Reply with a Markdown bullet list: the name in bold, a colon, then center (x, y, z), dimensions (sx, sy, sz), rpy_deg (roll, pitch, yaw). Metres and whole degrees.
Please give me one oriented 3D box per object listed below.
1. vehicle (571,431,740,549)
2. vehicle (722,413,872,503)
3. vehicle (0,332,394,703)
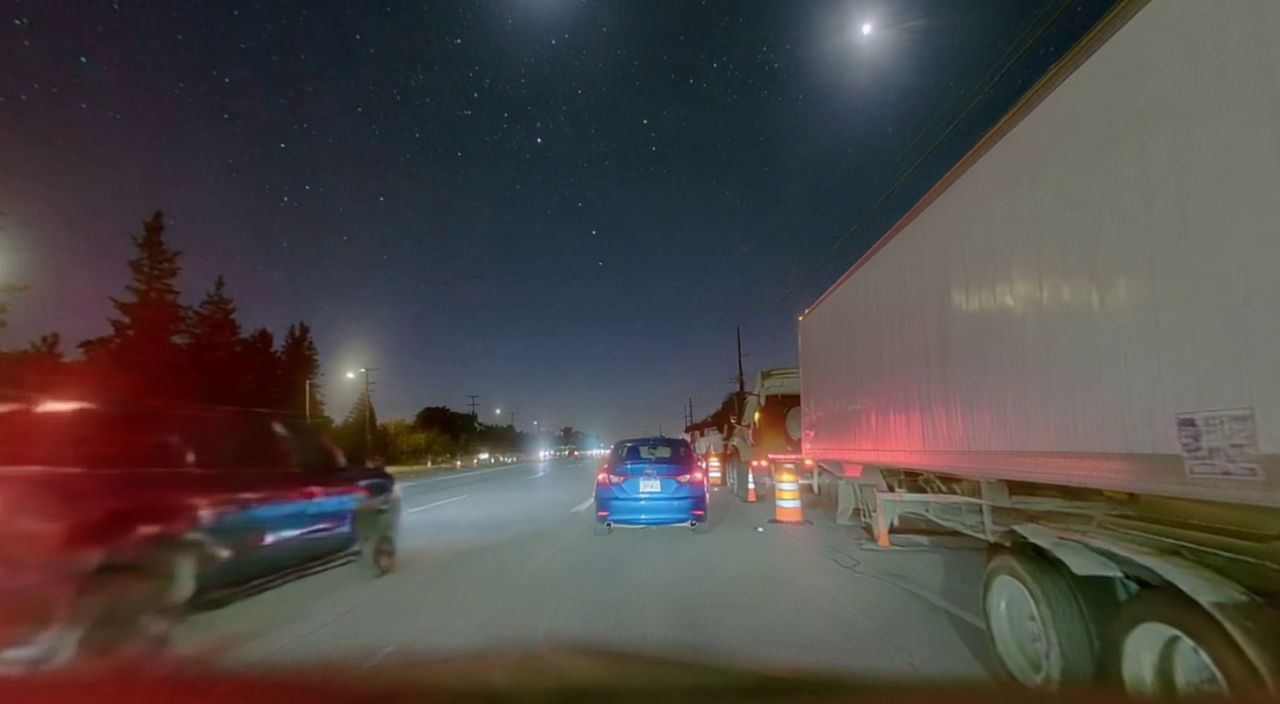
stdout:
- **vehicle**: center (0.212, 2.062, 10.152), dimensions (2.128, 1.473, 4.272), rpy_deg (0, -8, 1)
- **vehicle**: center (3.982, 2.876, 17.497), dimensions (2.555, 2.017, 6.201), rpy_deg (0, -8, 0)
- **vehicle**: center (-3.300, 1.010, 3.669), dimensions (1.989, 1.729, 4.184), rpy_deg (0, -8, 0)
